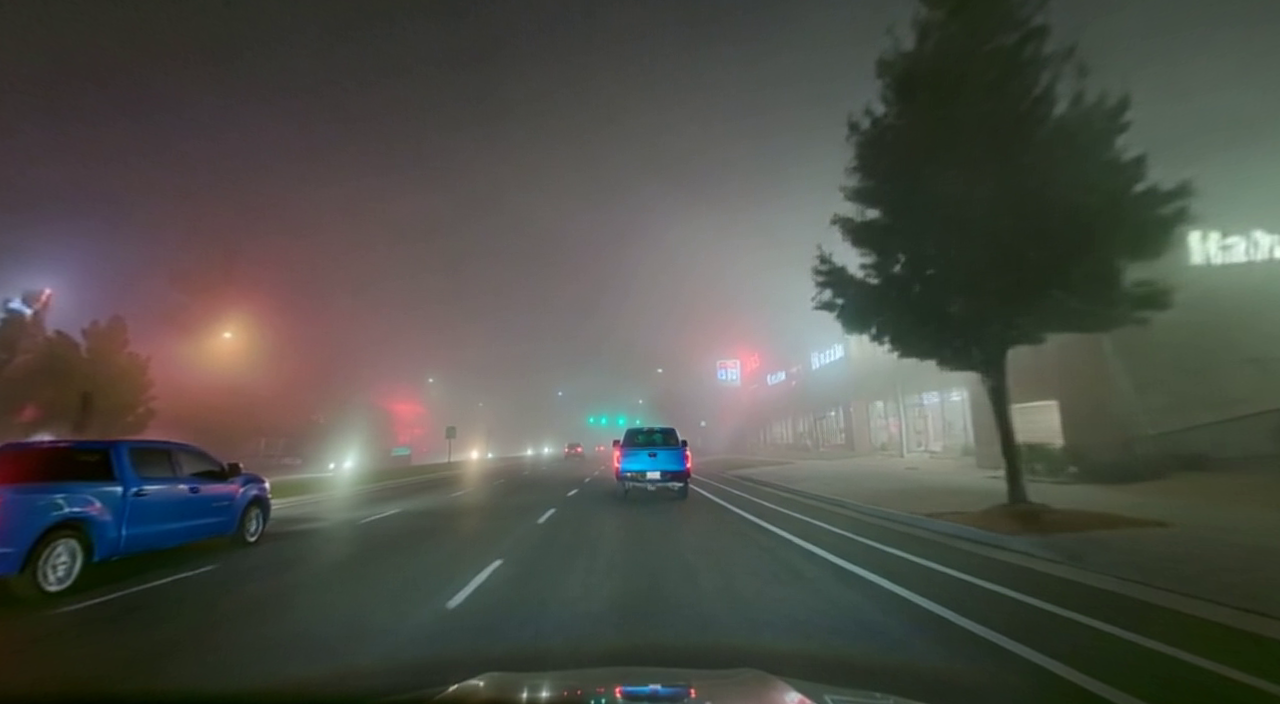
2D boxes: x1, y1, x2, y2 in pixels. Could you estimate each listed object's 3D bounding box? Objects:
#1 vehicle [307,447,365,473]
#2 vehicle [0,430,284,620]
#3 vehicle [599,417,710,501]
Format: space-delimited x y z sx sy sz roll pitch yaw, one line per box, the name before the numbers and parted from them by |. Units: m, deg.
vehicle | -22.122 7.838 46.159 1.978 1.730 4.330 -1 -8 1
vehicle | -5.827 1.549 6.374 1.888 1.424 4.553 0 -8 -1
vehicle | 0.213 2.914 17.670 2.590 1.932 5.776 0 -8 -3
